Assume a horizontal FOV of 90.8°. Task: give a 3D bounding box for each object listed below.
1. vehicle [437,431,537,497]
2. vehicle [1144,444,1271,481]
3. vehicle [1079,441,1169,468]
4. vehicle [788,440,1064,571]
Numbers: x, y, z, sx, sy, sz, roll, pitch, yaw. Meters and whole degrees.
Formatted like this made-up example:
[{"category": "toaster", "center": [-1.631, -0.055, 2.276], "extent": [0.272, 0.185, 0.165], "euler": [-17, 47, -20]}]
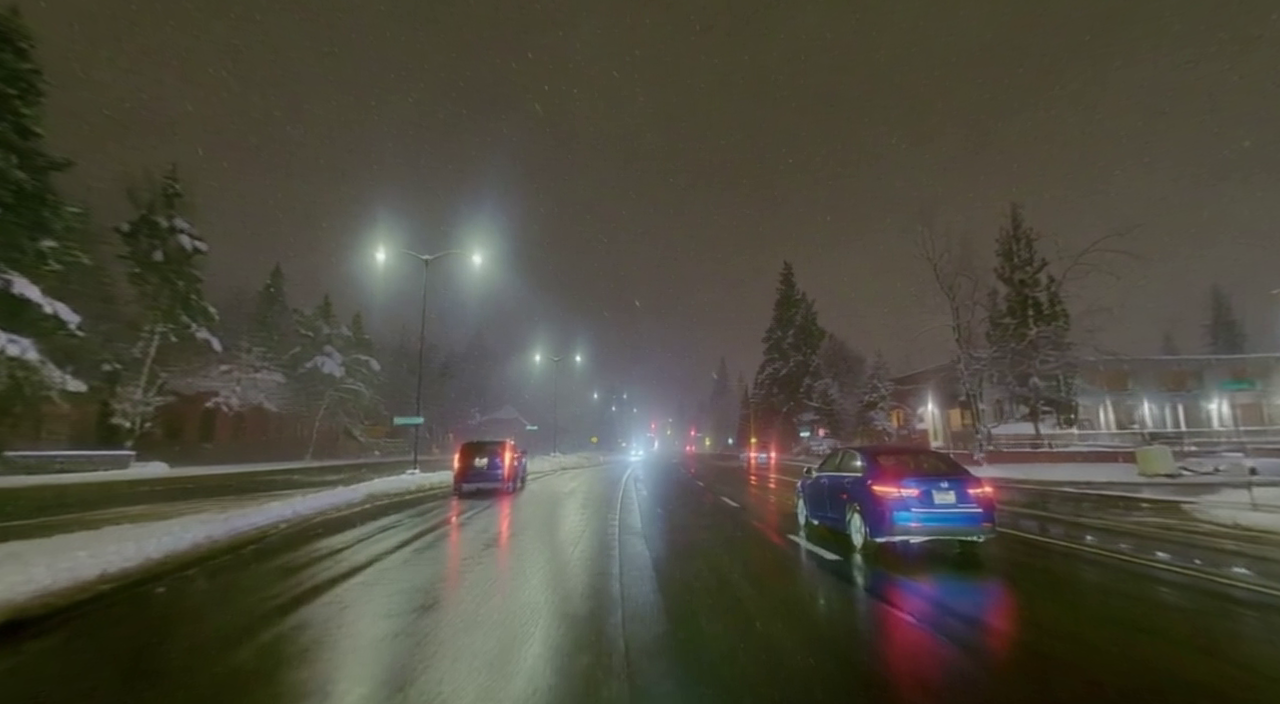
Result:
[{"category": "vehicle", "center": [-4.295, 3.214, 18.508], "extent": [2.085, 1.693, 4.301], "euler": [0, -8, -3]}, {"category": "vehicle", "center": [22.540, 4.357, 25.102], "extent": [4.391, 1.343, 1.710], "euler": [3, -9, -18]}, {"category": "vehicle", "center": [27.840, 5.874, 36.317], "extent": [4.494, 1.467, 1.877], "euler": [3, -9, -20]}, {"category": "vehicle", "center": [3.669, 2.015, 9.190], "extent": [1.918, 1.418, 4.360], "euler": [0, -8, -1]}]
